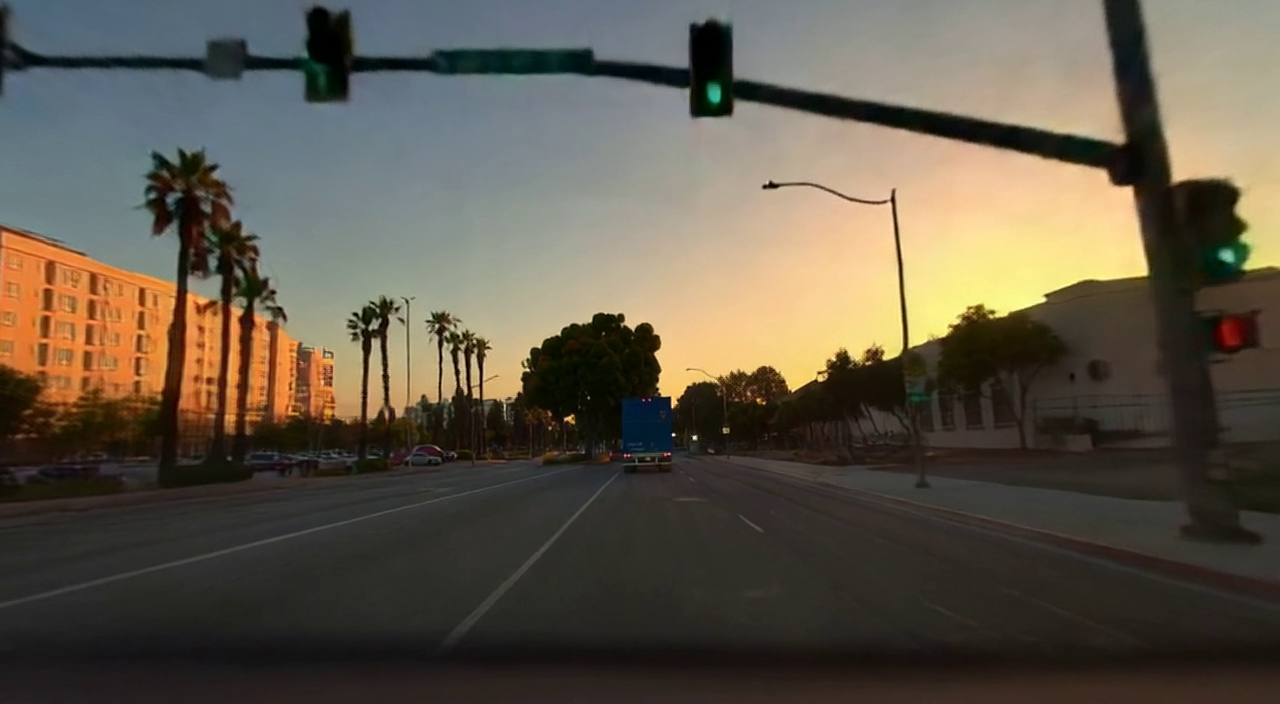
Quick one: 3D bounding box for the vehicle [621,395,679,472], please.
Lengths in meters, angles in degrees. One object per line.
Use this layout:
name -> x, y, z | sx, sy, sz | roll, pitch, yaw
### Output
vehicle -> 0.371, 5.097, 38.341 | 2.992, 3.949, 11.815 | 0, -9, -1
